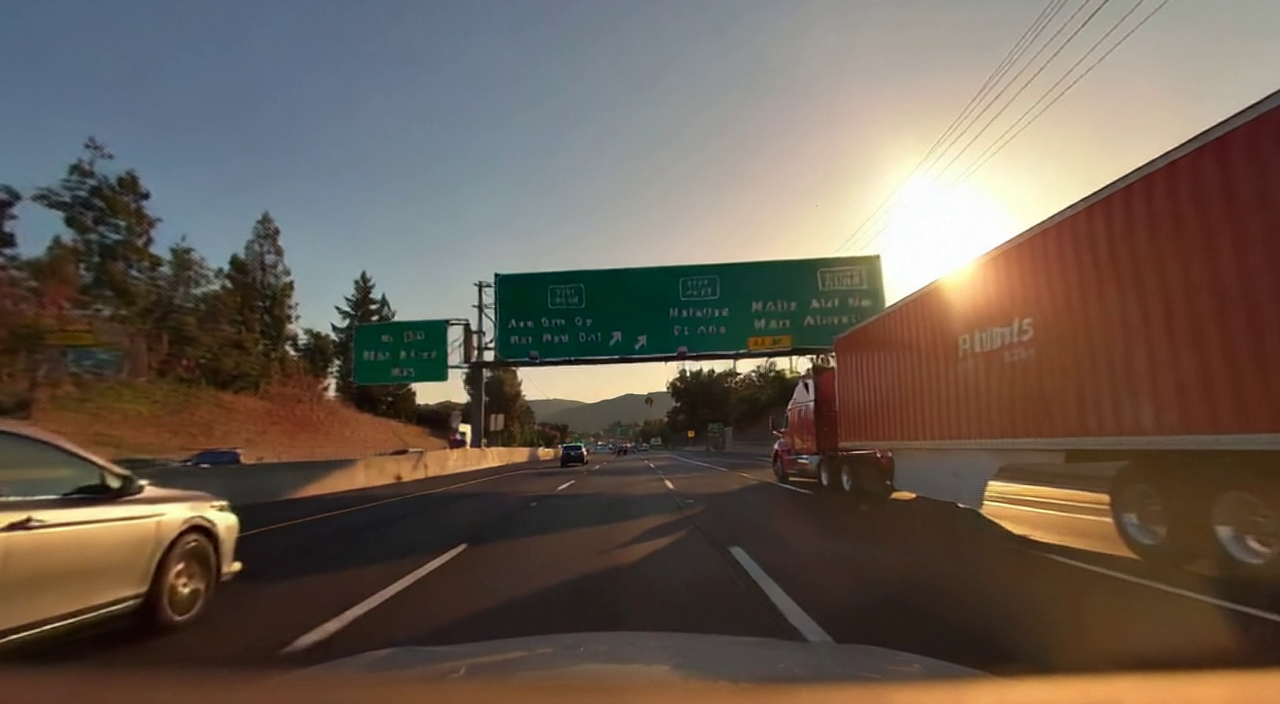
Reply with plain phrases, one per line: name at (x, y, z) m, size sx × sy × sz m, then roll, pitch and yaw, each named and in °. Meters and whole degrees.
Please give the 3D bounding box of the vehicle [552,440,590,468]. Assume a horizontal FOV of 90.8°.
vehicle at (-4.387, 6.561, 40.733) m, size 2.027 × 1.651 × 4.099 m, roll 0°, pitch -9°, yaw 0°

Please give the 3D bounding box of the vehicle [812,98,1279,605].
vehicle at (6.745, 0.838, 10.845) m, size 2.919 × 4.195 × 15.833 m, roll 0°, pitch -9°, yaw -1°

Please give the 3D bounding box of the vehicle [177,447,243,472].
vehicle at (-25.656, 6.418, 37.843) m, size 1.550 × 1.378 × 3.425 m, roll 0°, pitch -9°, yaw -1°

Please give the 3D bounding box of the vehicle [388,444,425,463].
vehicle at (-18.020, 7.847, 48.949) m, size 1.554 × 1.383 × 3.328 m, roll 0°, pitch -9°, yaw 0°

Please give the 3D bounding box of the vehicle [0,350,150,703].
vehicle at (-3.973, 0.586, 1.359) m, size 2.084 × 1.634 × 4.693 m, roll 0°, pitch -9°, yaw -1°
